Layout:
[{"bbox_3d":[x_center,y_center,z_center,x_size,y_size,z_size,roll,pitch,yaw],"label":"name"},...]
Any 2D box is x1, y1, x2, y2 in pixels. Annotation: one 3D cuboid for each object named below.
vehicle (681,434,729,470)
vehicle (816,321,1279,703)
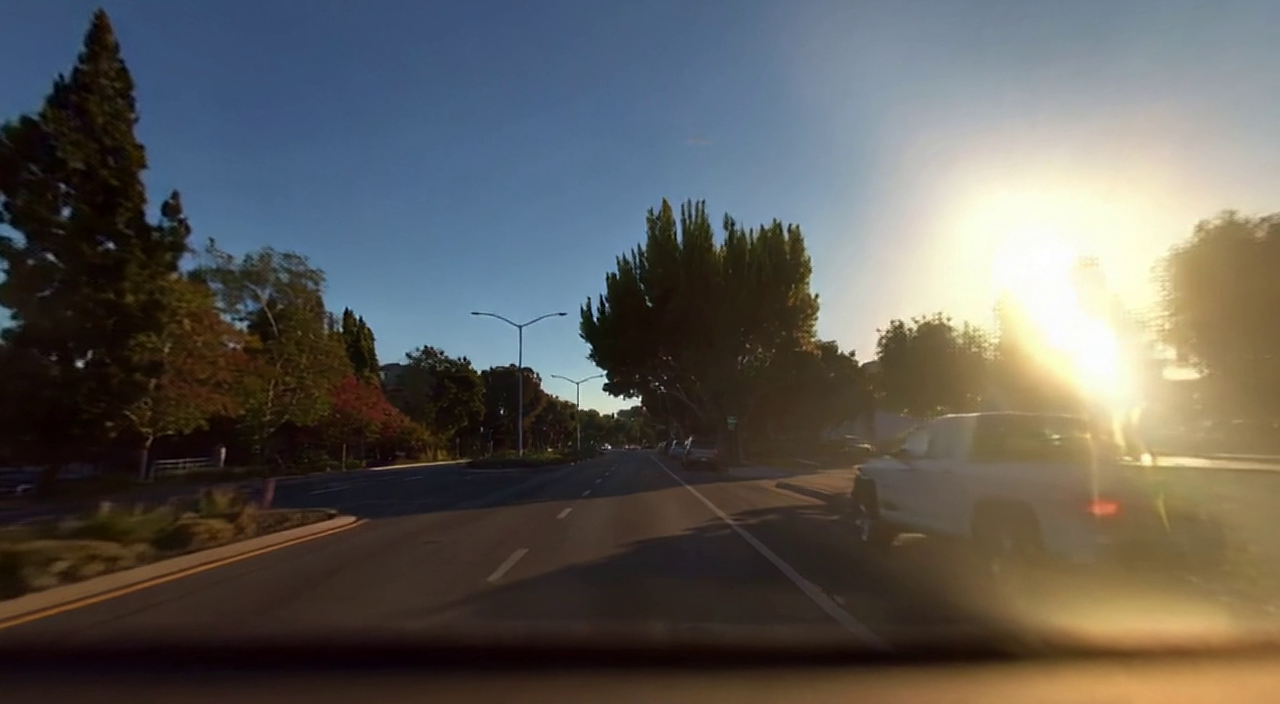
[{"bbox_3d":[3.538,5.553,35.272,2.144,1.848,4.159,0,-8,-2],"label":"vehicle"},{"bbox_3d":[3.780,1.180,5.797,2.493,1.896,5.433,0,-8,-3],"label":"vehicle"}]
